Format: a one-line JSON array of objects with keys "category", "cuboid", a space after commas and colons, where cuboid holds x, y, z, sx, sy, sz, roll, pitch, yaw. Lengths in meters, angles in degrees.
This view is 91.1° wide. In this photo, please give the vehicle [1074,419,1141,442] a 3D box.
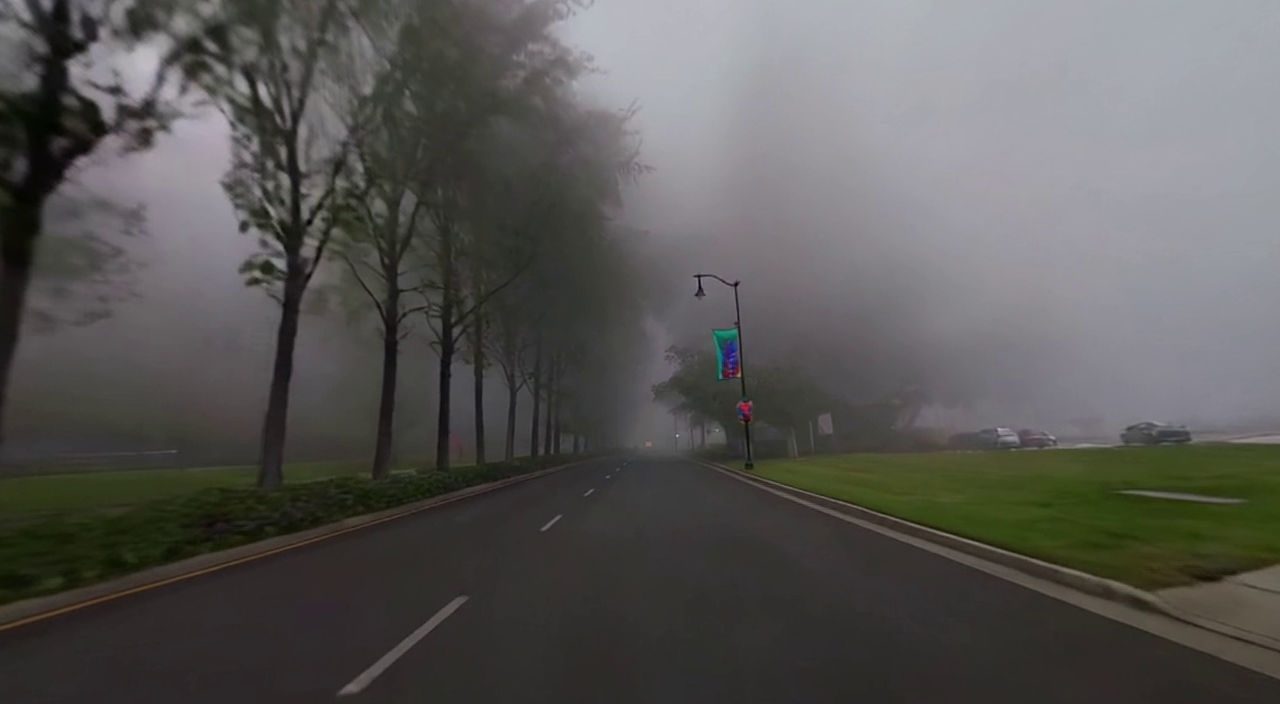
[{"category": "vehicle", "cuboid": [33.942, 5.730, 45.718, 1.866, 1.550, 3.927, -1, -8, 2]}]

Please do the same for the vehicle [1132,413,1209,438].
[{"category": "vehicle", "cuboid": [39.302, 5.488, 46.631, 1.945, 1.690, 4.317, -1, -8, 1]}]
